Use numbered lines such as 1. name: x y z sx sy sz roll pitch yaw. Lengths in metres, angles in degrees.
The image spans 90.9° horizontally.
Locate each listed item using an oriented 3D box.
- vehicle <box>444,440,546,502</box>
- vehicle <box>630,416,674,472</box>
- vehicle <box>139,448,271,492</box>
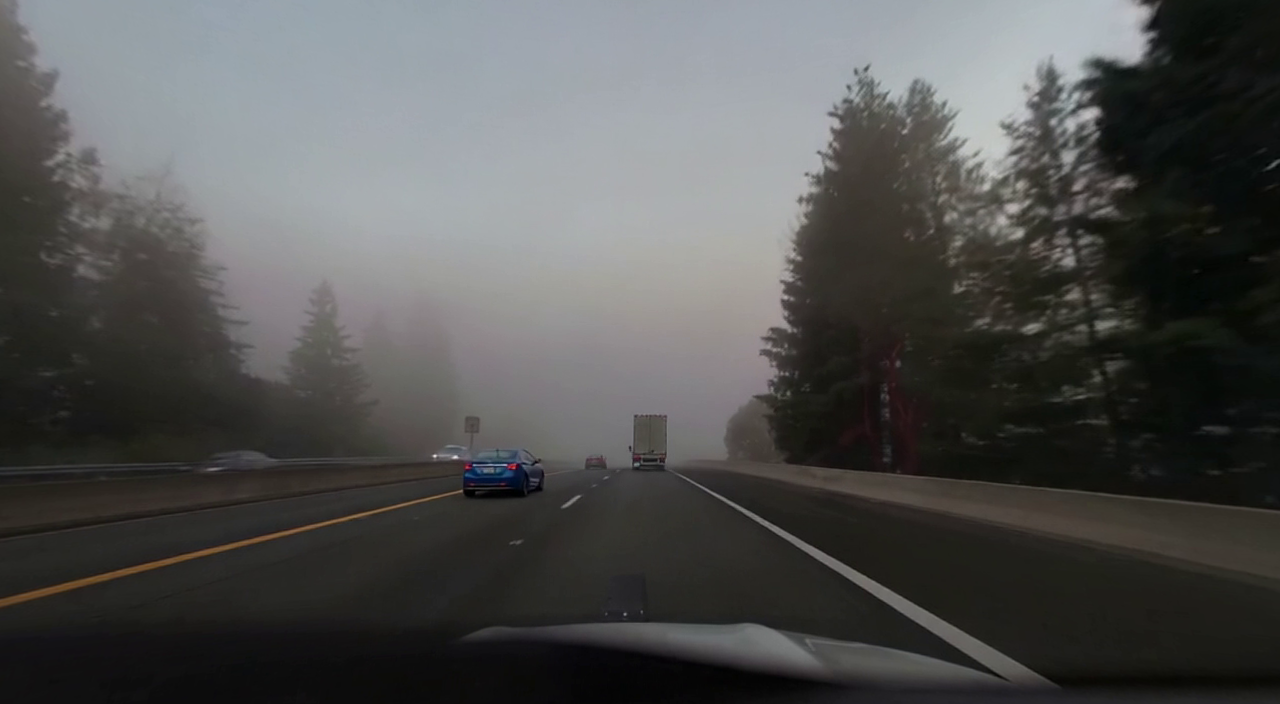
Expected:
1. vehicle: -4.080 3.397 18.404 1.977 1.602 3.944 0 -9 1
2. vehicle: 0.755 6.675 45.684 2.893 3.628 9.081 0 -9 0
3. vehicle: -16.171 4.361 23.733 1.898 1.482 4.196 0 -9 1
